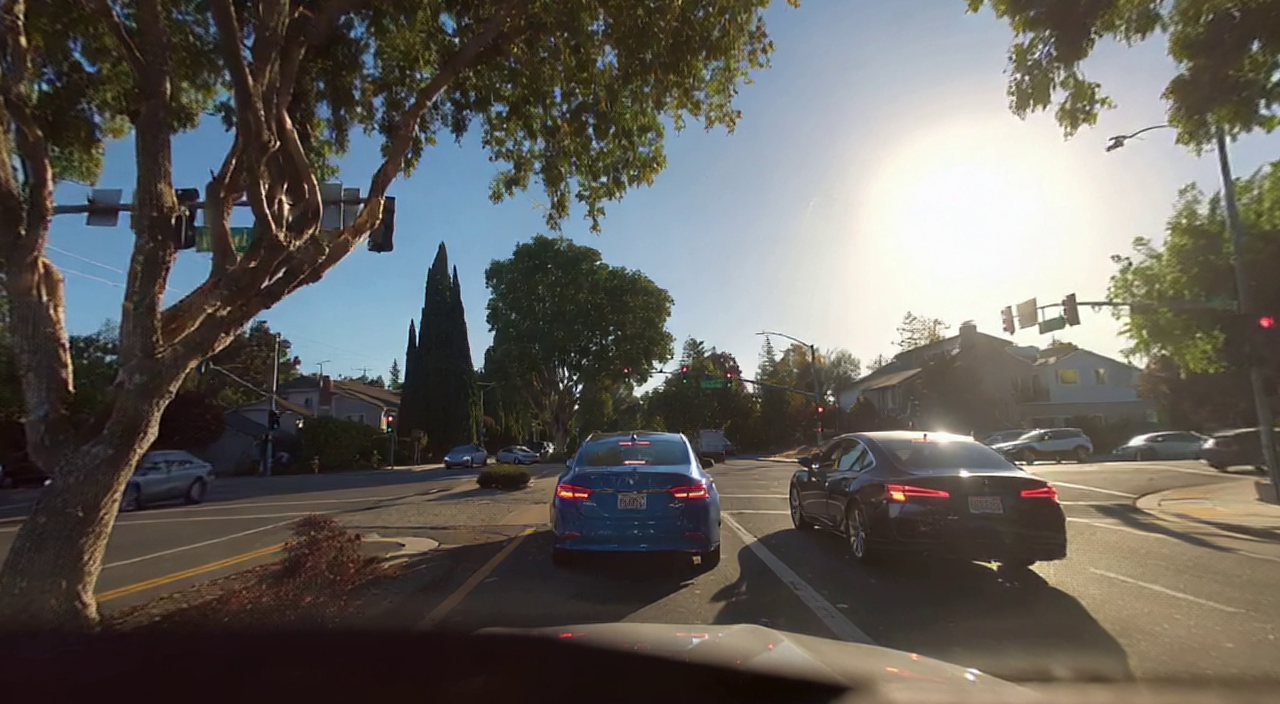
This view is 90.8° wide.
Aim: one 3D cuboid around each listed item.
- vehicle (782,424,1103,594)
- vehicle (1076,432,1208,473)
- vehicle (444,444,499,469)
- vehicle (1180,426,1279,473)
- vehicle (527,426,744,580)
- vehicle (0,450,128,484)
[{"bbox_3d":[3.177,1.714,7.764,1.913,1.505,4.097,0,-8,0],"label":"vehicle"},{"bbox_3d":[24.005,4.792,30.328,4.520,1.762,2.005,-2,-8,-1],"label":"vehicle"},{"bbox_3d":[-11.139,6.923,42.195,2.102,1.531,5.072,0,-8,2],"label":"vehicle"},{"bbox_3d":[26.703,4.143,26.992,5.073,1.916,2.290,0,-8,1],"label":"vehicle"},{"bbox_3d":[-0.062,1.780,8.253,2.103,1.478,4.073,0,-8,-1],"label":"vehicle"},{"bbox_3d":[-28.287,5.617,31.052,4.538,1.591,1.949,0,-8,1],"label":"vehicle"}]
